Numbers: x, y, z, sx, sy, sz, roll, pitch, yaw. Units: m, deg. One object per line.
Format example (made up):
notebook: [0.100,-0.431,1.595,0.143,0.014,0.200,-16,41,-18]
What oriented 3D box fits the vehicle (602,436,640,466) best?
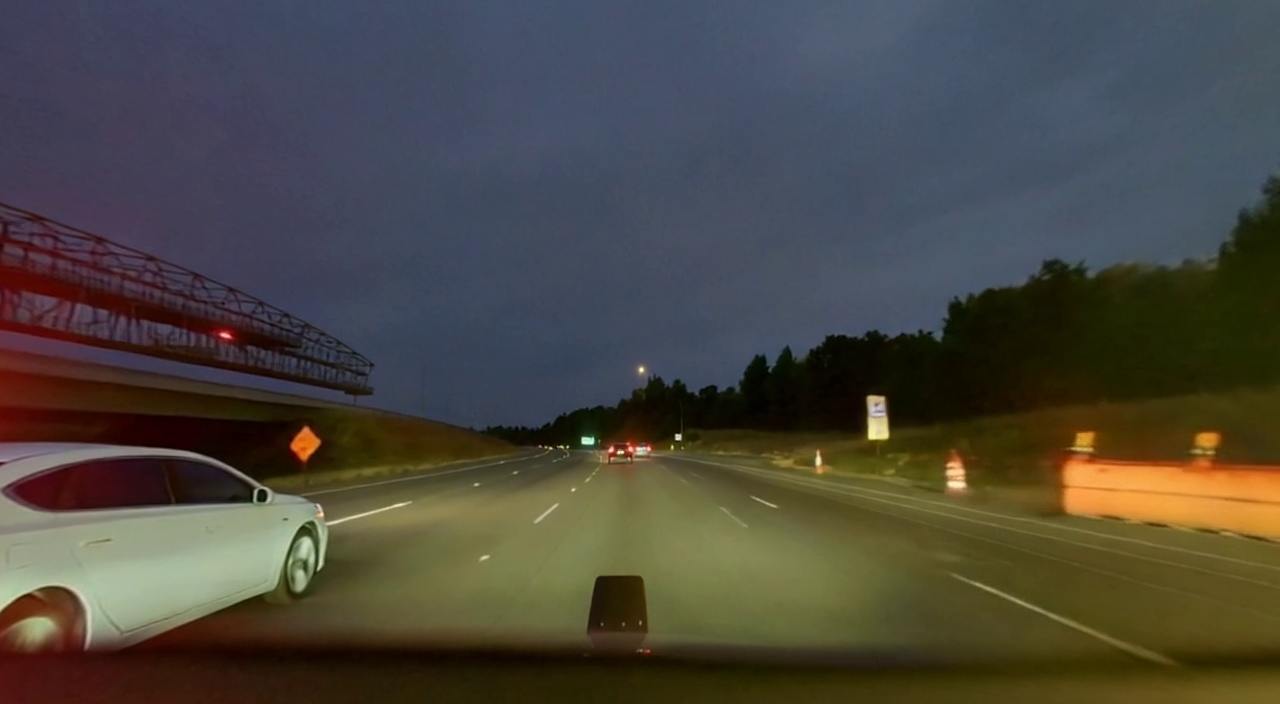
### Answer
vehicle: [-1.324,6.417,40.982,2.328,1.805,4.502,0,-8,-3]
